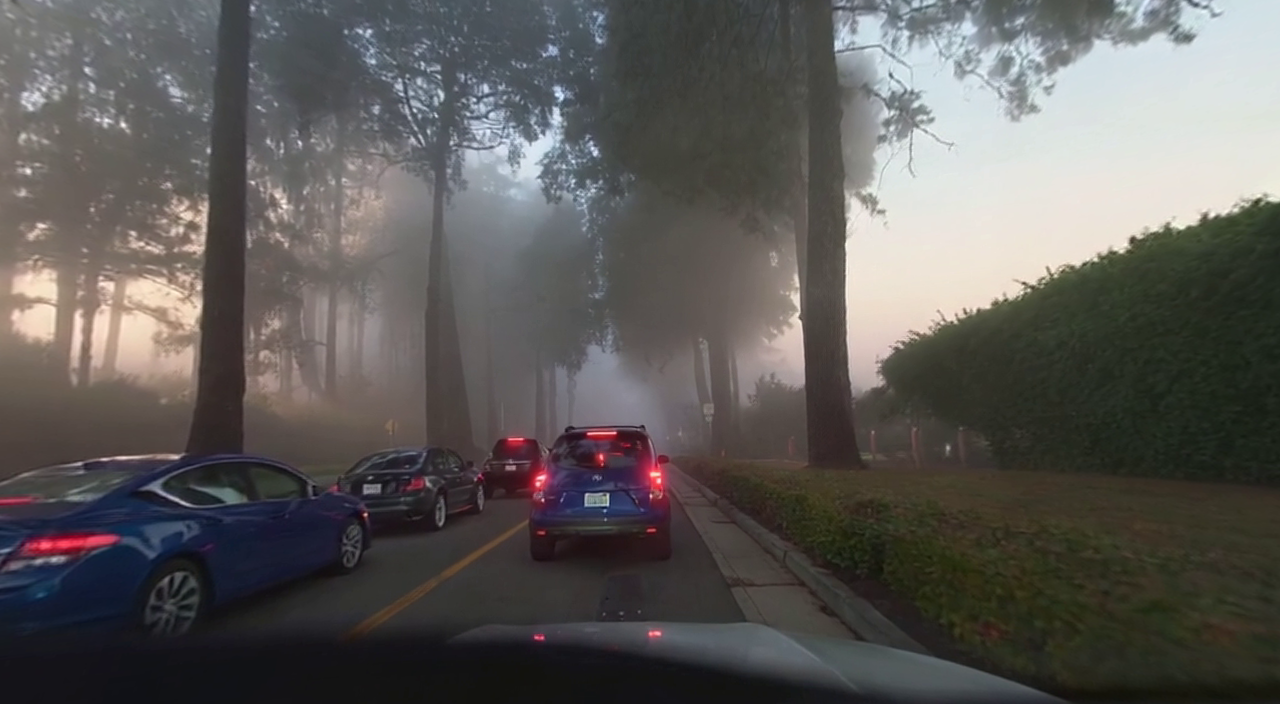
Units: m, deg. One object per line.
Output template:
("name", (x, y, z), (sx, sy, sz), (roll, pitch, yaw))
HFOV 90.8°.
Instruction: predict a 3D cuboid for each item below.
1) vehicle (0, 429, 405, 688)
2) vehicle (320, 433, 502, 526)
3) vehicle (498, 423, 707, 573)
("vehicle", (-3.817, 1.449, 5.631), (1.784, 1.408, 4.141), (0, -8, 1))
("vehicle", (-4.256, 2.427, 12.629), (1.898, 1.503, 4.453), (0, -8, 1))
("vehicle", (-0.412, 1.794, 8.561), (2.127, 1.517, 4.090), (0, -8, -1))
